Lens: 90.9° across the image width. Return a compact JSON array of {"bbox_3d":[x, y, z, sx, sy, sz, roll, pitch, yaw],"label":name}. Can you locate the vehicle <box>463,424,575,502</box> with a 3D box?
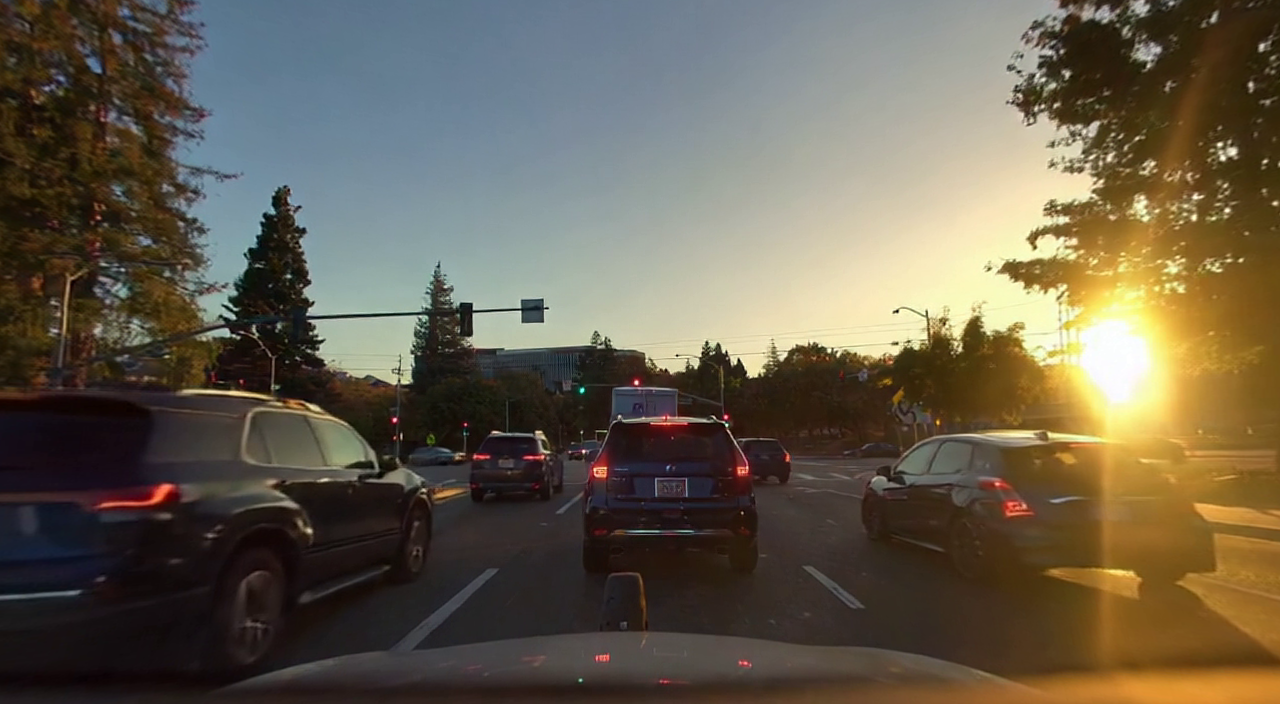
[{"bbox_3d":[-3.121,2.998,17.436,2.054,1.814,4.941,0,-8,1],"label":"vehicle"}]

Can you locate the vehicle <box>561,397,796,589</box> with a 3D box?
[{"bbox_3d":[0.374,1.630,8.091,2.172,1.764,4.338,0,-8,1],"label":"vehicle"}]

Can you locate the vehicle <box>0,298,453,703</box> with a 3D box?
[{"bbox_3d":[-3.195,1.063,4.568,2.209,1.828,4.847,0,-8,0],"label":"vehicle"}]

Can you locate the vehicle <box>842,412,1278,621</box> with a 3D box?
[{"bbox_3d":[3.902,1.562,6.929,1.954,1.592,3.992,0,-8,-1],"label":"vehicle"}]
